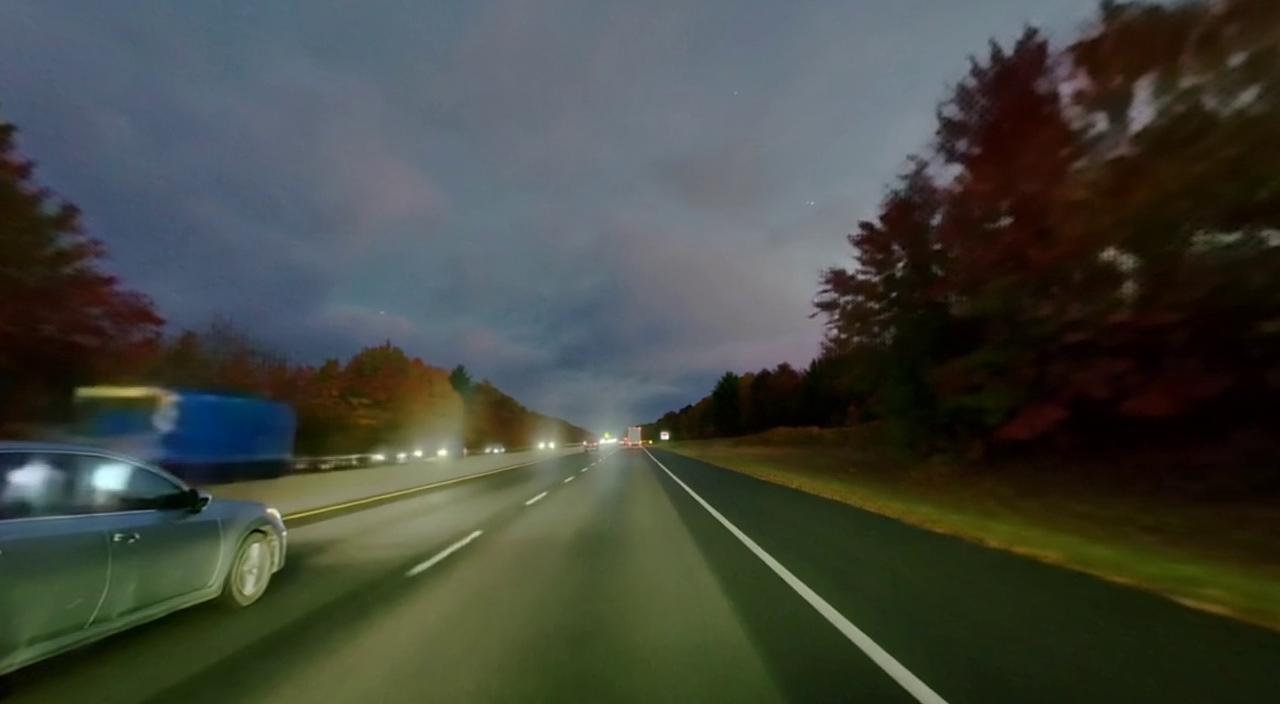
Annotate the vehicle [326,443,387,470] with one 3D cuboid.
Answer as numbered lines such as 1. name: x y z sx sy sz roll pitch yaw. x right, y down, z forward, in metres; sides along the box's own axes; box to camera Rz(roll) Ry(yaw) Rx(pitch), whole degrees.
1. vehicle: -16.728 6.164 37.396 1.783 1.466 3.797 0 -8 1

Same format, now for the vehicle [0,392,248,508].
1. vehicle: -12.196 2.275 14.825 2.283 2.179 5.710 0 -8 -1

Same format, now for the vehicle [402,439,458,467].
1. vehicle: -12.197 5.865 36.831 1.866 1.524 4.097 0 -8 0
